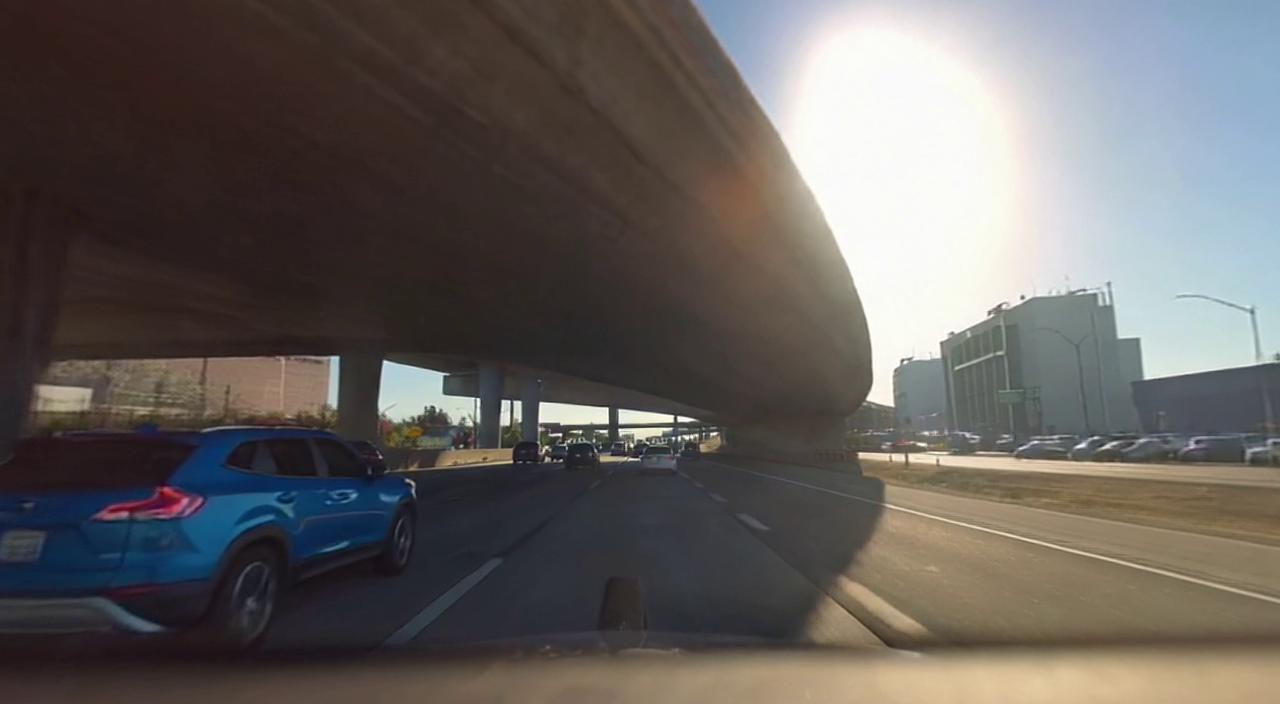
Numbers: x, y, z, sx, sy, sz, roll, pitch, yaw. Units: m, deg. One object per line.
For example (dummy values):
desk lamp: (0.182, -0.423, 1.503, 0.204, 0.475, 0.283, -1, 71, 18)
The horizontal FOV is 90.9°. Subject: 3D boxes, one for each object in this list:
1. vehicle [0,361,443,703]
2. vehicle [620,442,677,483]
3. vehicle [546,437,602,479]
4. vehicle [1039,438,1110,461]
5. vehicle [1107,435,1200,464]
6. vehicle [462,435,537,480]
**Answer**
vehicle: (-3.263, 1.207, 4.922, 1.961, 1.687, 4.453, 0, -9, 1)
vehicle: (0.333, 4.326, 25.075, 2.090, 1.474, 3.970, 0, -9, 0)
vehicle: (-2.897, 4.738, 28.541, 2.007, 1.730, 4.412, 0, -9, 1)
vehicle: (30.445, 6.867, 44.365, 1.838, 1.491, 4.554, 0, -9, 1)
vehicle: (30.379, 5.779, 37.502, 1.843, 1.626, 4.378, 0, -9, 1)
vehicle: (-6.149, 4.693, 28.278, 2.125, 1.804, 4.864, 0, -9, 1)
